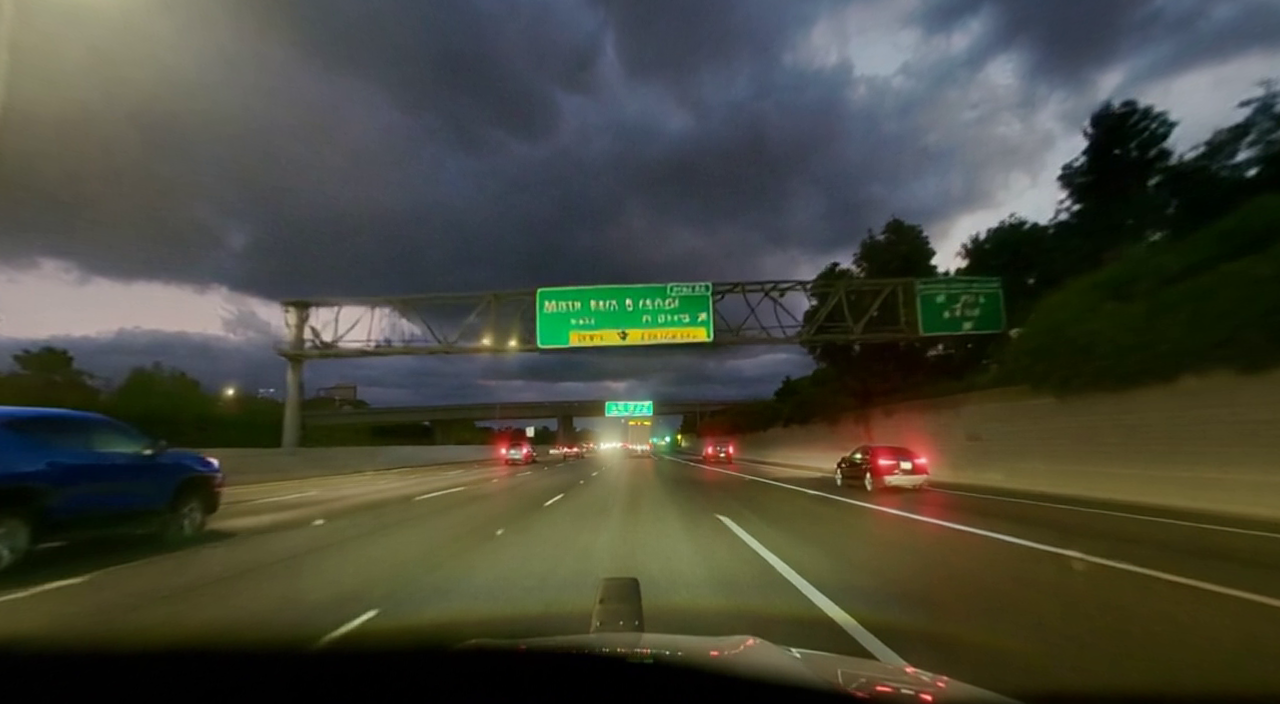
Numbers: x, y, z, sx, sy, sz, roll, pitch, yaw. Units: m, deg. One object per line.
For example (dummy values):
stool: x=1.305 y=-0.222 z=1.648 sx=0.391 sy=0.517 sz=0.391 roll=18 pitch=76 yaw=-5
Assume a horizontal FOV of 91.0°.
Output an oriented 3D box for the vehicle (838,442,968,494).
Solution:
vehicle: x=8.519 y=3.793 z=20.975 sx=2.075 sy=1.510 sz=4.569 roll=1 pitch=-9 yaw=-4

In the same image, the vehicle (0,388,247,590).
vehicle: x=-6.724 y=1.344 z=6.444 sx=2.179 sy=1.753 sz=4.999 roll=0 pitch=-9 yaw=0
